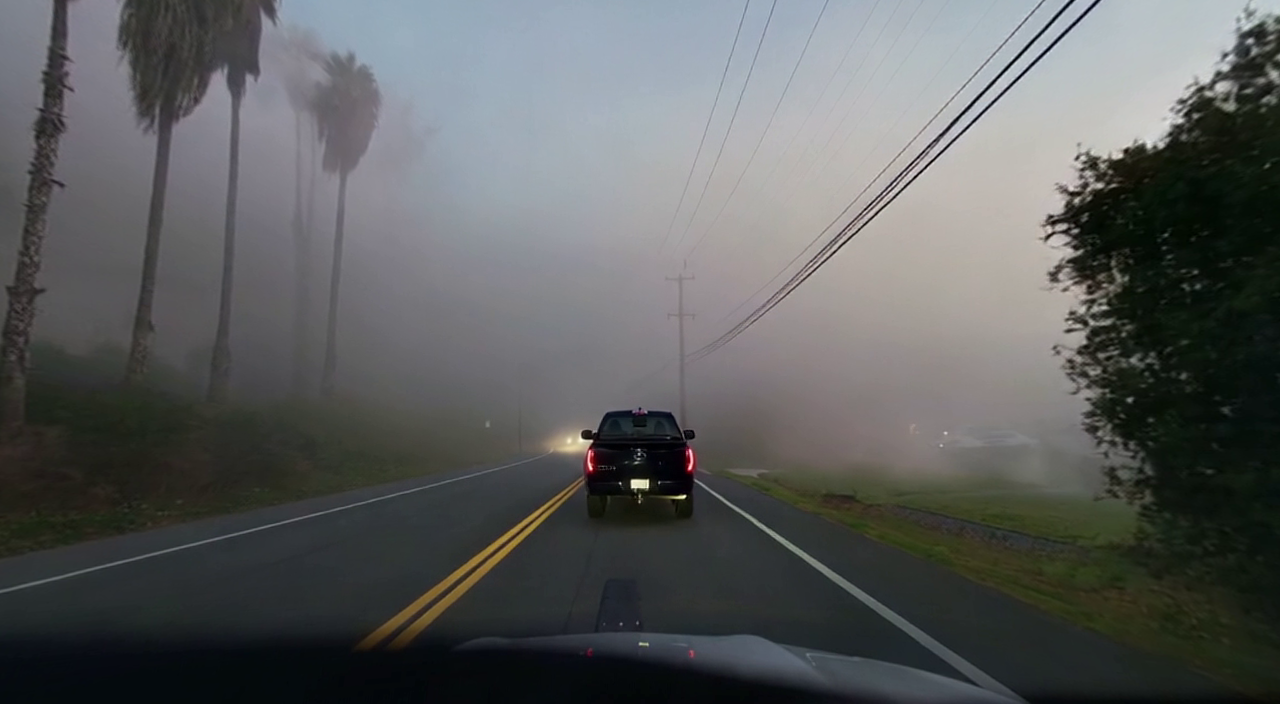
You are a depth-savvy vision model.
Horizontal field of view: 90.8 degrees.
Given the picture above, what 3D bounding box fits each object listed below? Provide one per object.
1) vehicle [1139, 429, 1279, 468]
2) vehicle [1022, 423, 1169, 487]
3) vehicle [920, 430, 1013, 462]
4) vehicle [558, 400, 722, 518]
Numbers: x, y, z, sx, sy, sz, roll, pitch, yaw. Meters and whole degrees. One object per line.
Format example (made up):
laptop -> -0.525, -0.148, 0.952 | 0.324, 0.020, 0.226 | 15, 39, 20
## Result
vehicle -> 24.574, 4.207, 27.365 | 4.314, 1.553, 1.948 | 0, -11, -7
vehicle -> 16.081, 3.693, 22.837 | 2.338, 1.917, 6.076 | -5, -9, 17
vehicle -> 20.539, 5.982, 40.150 | 2.277, 1.836, 6.267 | -1, -9, -3
vehicle -> -0.016, 2.314, 14.060 | 2.848, 2.047, 5.885 | 0, -8, 0
